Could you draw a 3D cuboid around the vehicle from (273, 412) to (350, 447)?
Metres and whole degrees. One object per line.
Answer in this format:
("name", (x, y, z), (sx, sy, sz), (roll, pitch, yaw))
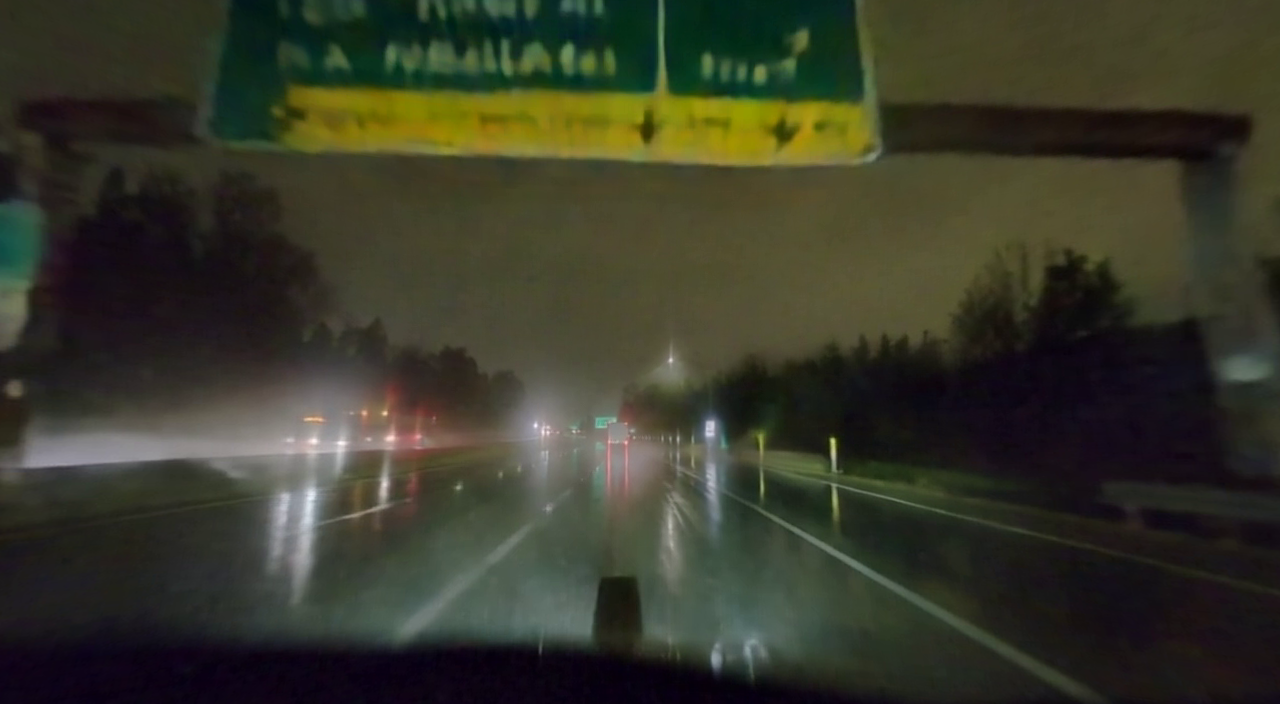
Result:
("vehicle", (-24.270, 5.848, 46.831), (2.494, 2.385, 6.191), (0, -8, -1))

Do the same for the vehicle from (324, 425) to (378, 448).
("vehicle", (-20.487, 6.046, 44.862), (1.857, 1.500, 4.421), (0, -8, -2))
